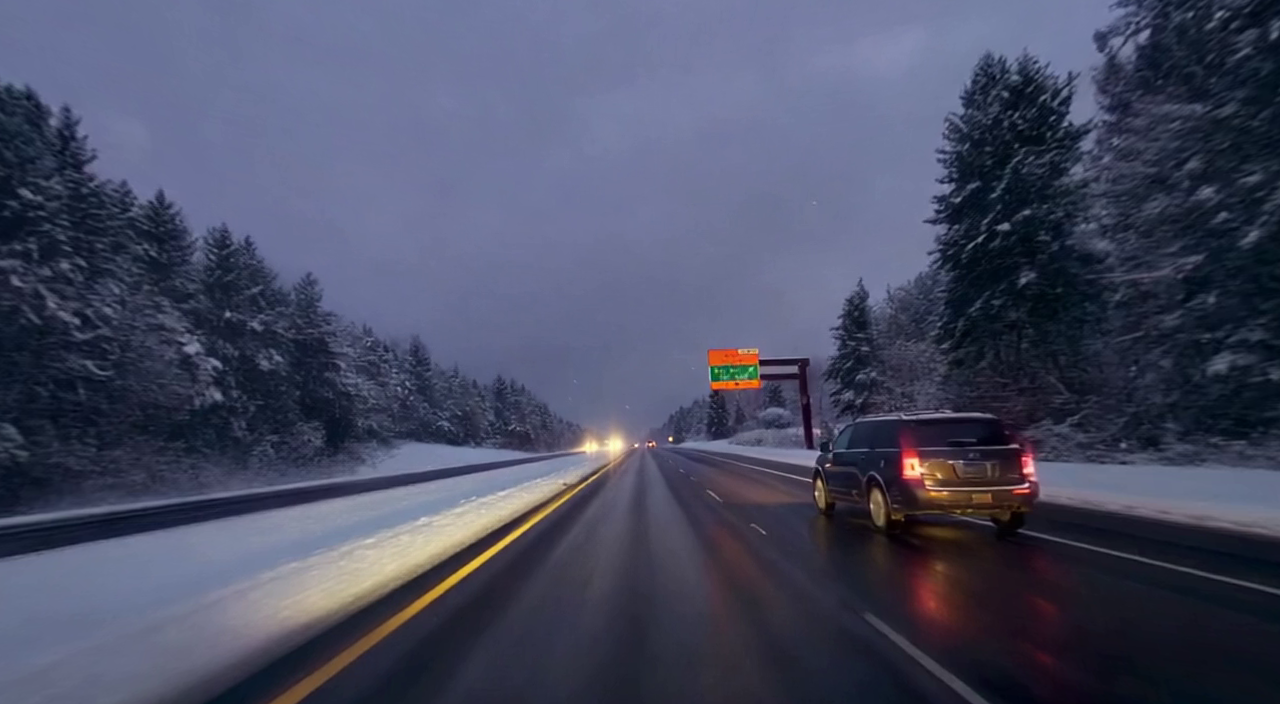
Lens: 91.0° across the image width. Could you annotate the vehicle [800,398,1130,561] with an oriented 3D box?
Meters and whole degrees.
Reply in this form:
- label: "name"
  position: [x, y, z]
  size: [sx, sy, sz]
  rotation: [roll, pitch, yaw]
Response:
- label: "vehicle"
  position: [4.247, 1.767, 9.470]
  size: [2.360, 1.798, 4.781]
  rotation: [1, -8, -1]
